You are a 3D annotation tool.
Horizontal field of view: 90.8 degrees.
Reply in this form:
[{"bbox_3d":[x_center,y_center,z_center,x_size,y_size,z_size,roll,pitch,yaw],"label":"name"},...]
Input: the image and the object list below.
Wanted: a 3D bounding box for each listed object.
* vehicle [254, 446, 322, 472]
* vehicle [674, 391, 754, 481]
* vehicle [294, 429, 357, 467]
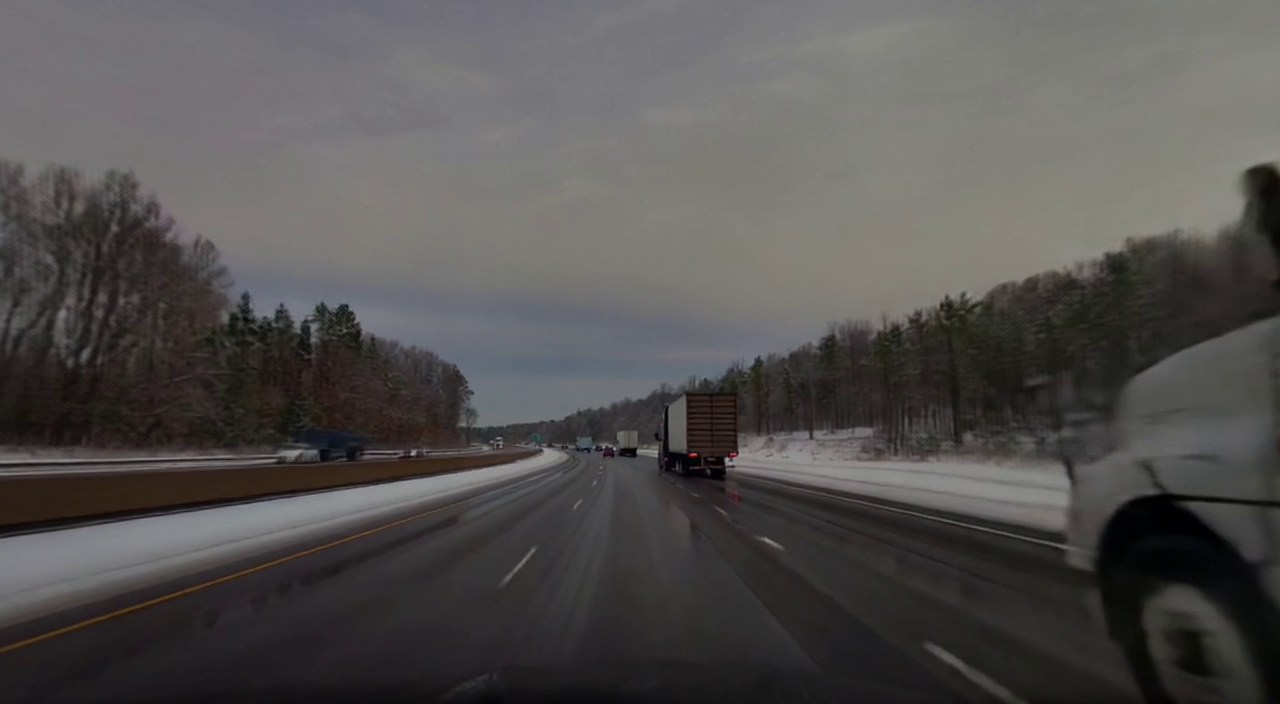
[{"bbox_3d":[-21.935,6.666,39.522,1.803,1.519,4.483,0,-9,-2],"label":"vehicle"},{"bbox_3d":[3.569,4.460,32.837,2.826,4.035,8.369,0,-9,-2],"label":"vehicle"},{"bbox_3d":[-22.339,6.852,44.995,2.239,2.511,4.301,0,-9,-1],"label":"vehicle"}]
